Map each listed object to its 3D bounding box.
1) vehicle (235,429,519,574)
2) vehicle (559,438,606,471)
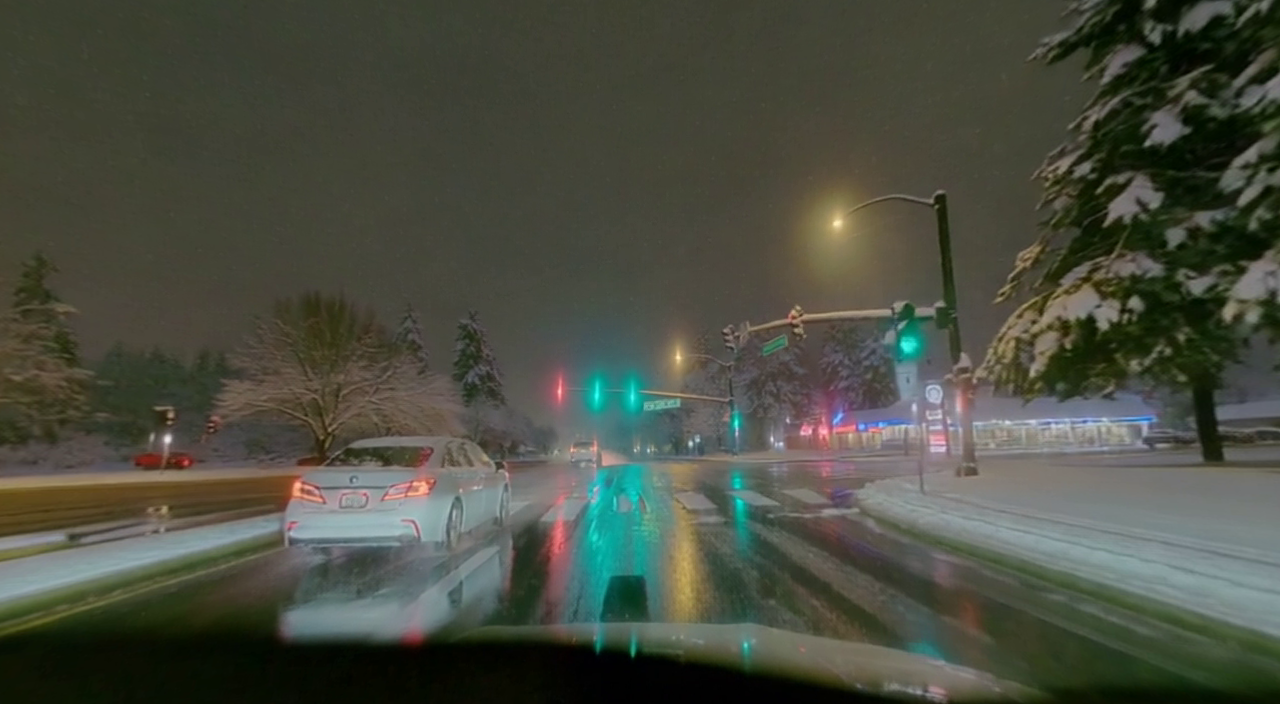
[{"bbox_3d":[-3.141,1.872,8.751,2.018,1.477,4.401,0,-9,0],"label":"vehicle"},{"bbox_3d":[-3.108,5.641,34.952,2.109,1.692,4.220,0,-9,1],"label":"vehicle"}]
